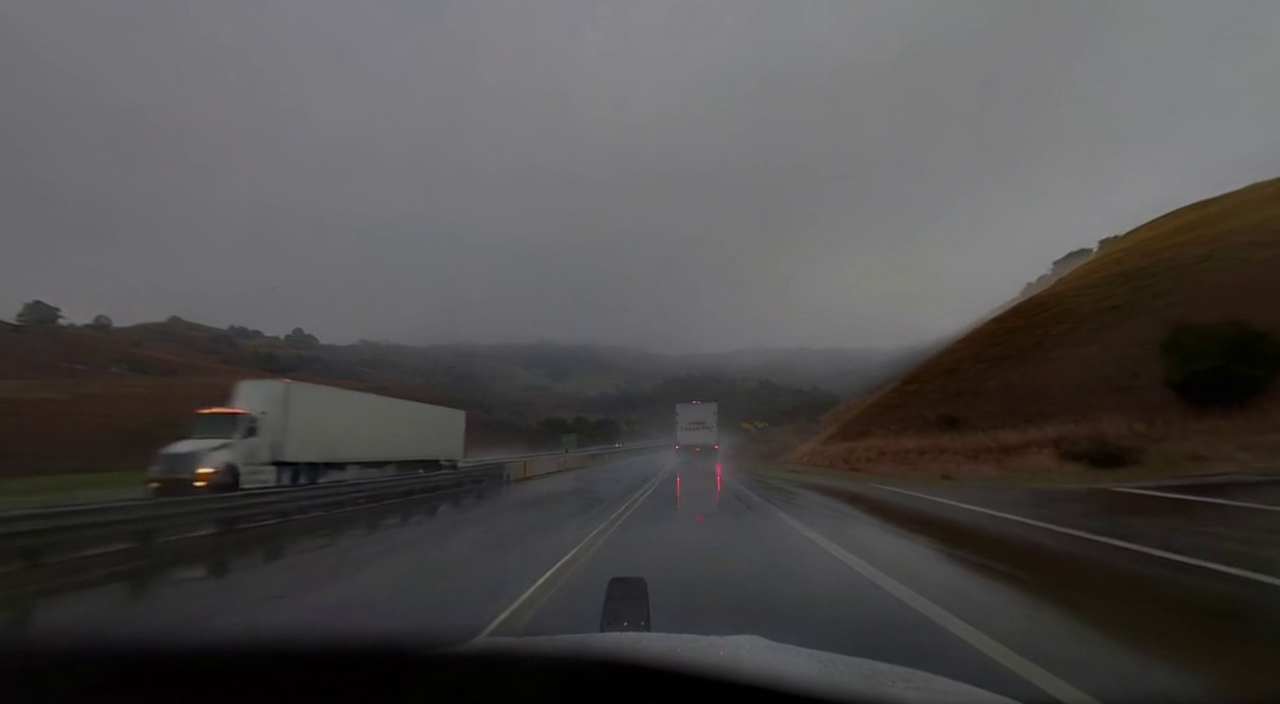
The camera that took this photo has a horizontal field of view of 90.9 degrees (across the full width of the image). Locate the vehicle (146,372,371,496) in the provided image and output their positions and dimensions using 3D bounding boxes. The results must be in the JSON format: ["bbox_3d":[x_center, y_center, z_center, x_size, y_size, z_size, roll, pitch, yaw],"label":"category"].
[{"bbox_3d":[-14.389,3.323,25.061,3.008,4.037,8.612,-1,-9,4],"label":"vehicle"}]
